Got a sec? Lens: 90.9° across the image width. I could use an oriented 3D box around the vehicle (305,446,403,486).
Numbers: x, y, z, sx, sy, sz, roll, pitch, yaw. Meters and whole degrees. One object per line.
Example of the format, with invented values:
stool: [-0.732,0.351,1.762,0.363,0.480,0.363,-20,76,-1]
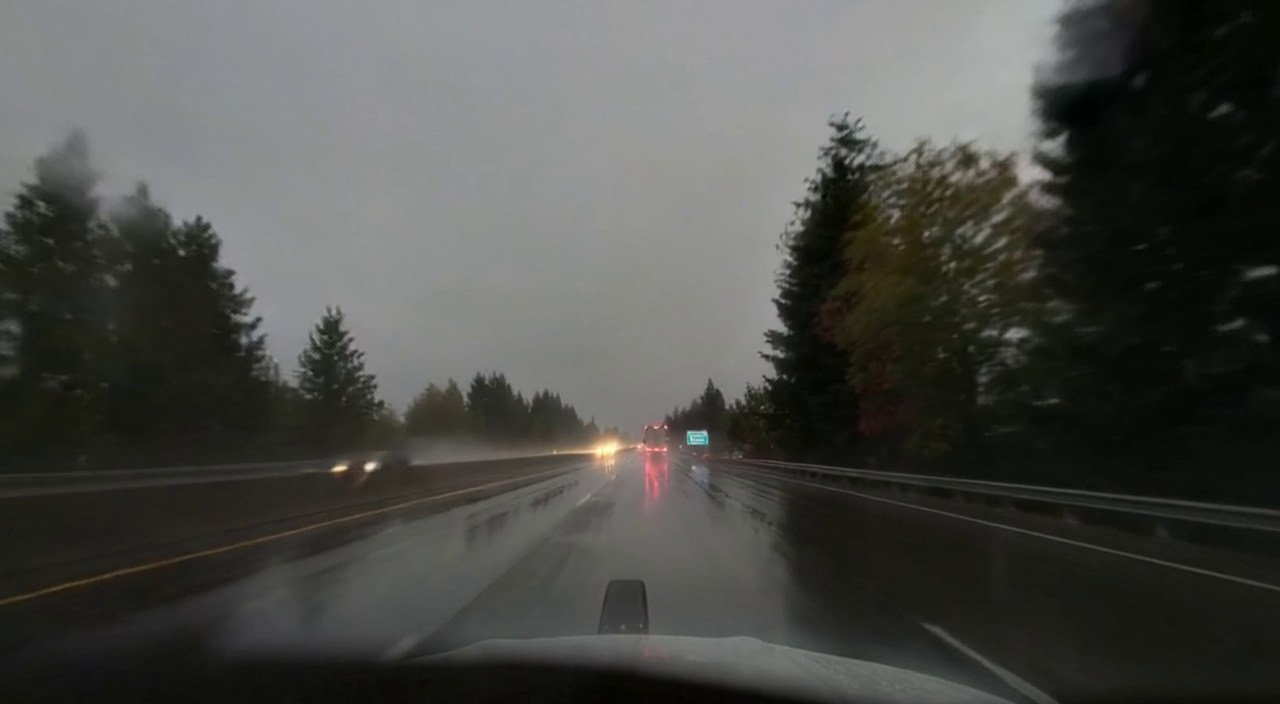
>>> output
vehicle: [-12.355,4.953,27.632,2.151,1.566,4.614,0,-9,0]
